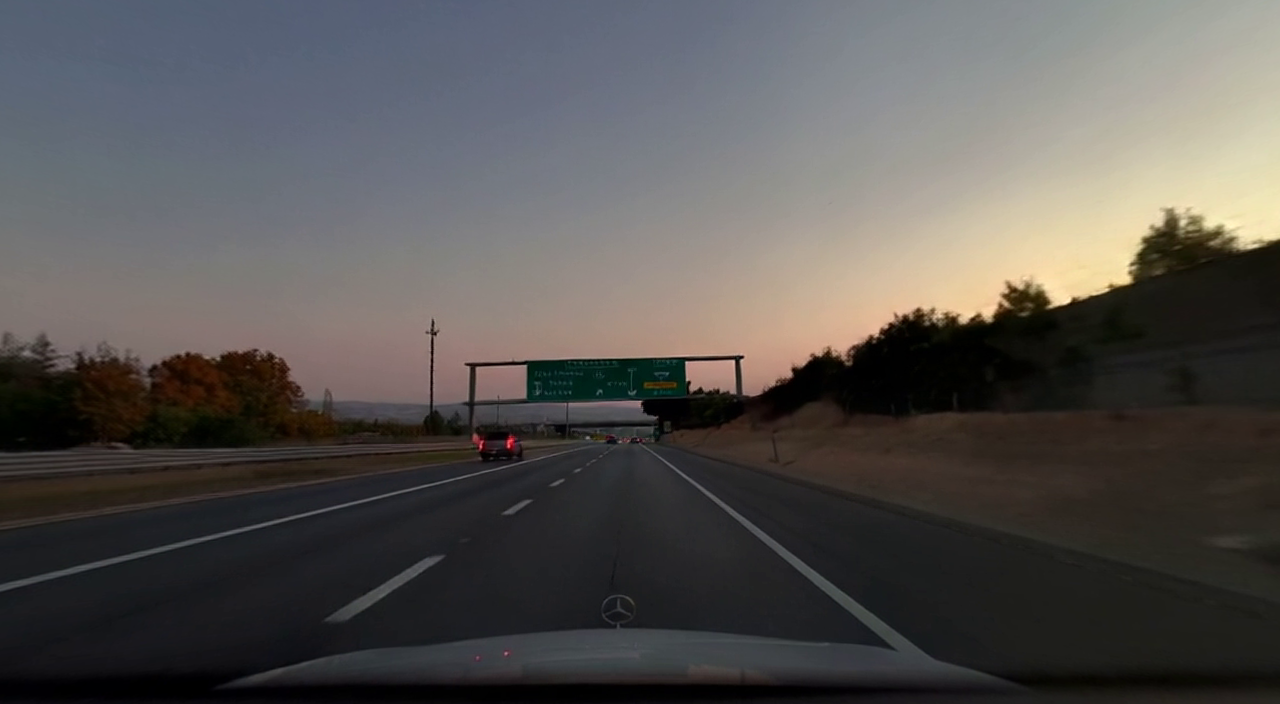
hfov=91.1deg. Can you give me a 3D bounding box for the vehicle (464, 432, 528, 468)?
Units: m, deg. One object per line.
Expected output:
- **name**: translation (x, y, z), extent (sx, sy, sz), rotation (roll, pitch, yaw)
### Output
- **vehicle**: translation (-7.004, 4.806, 31.099), extent (2.111, 1.662, 4.630), rotation (0, -8, 0)
